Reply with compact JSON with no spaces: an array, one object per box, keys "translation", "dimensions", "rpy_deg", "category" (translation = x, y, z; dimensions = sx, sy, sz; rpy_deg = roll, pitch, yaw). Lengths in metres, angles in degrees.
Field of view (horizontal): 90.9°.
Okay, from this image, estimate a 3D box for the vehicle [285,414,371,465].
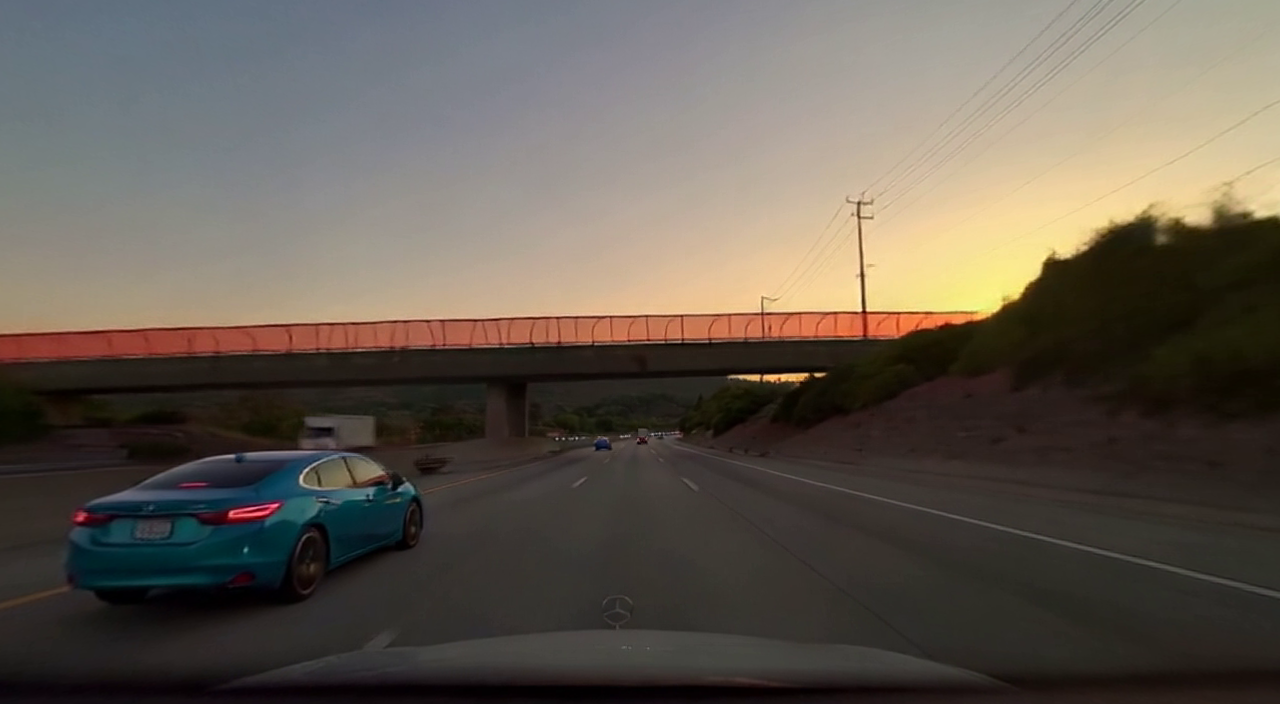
[{"translation":[-19.269,5.458,39.388],"dimensions":[2.295,2.956,5.852],"rpy_deg":[0,-8,0],"category":"vehicle"}]
